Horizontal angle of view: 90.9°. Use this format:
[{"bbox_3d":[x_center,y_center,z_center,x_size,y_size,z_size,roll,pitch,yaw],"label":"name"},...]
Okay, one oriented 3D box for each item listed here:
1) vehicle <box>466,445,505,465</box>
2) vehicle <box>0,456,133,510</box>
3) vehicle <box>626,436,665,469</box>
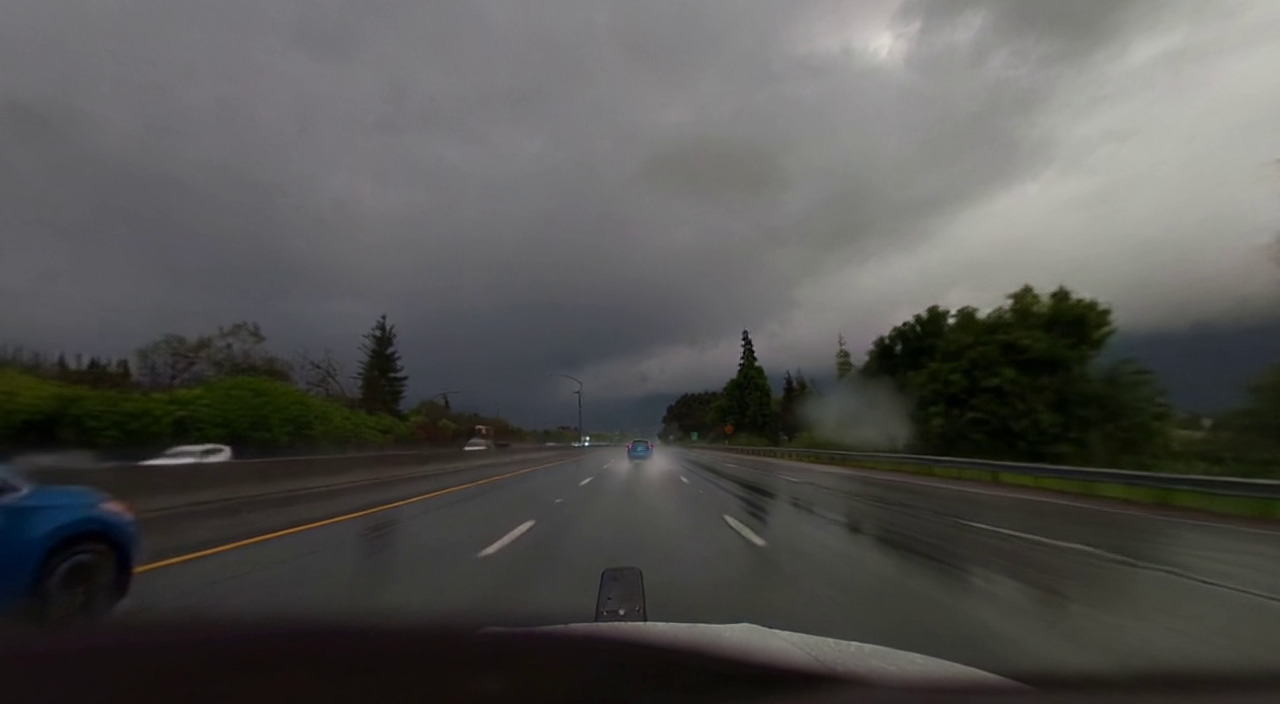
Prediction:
[{"bbox_3d":[-11.795,7.904,48.467,1.866,1.470,4.358,0,-9,1],"label":"vehicle"},{"bbox_3d":[-19.022,4.099,20.168,1.931,1.454,4.316,0,-9,0],"label":"vehicle"},{"bbox_3d":[0.321,6.142,38.571,2.247,1.825,4.036,0,-9,0],"label":"vehicle"}]
